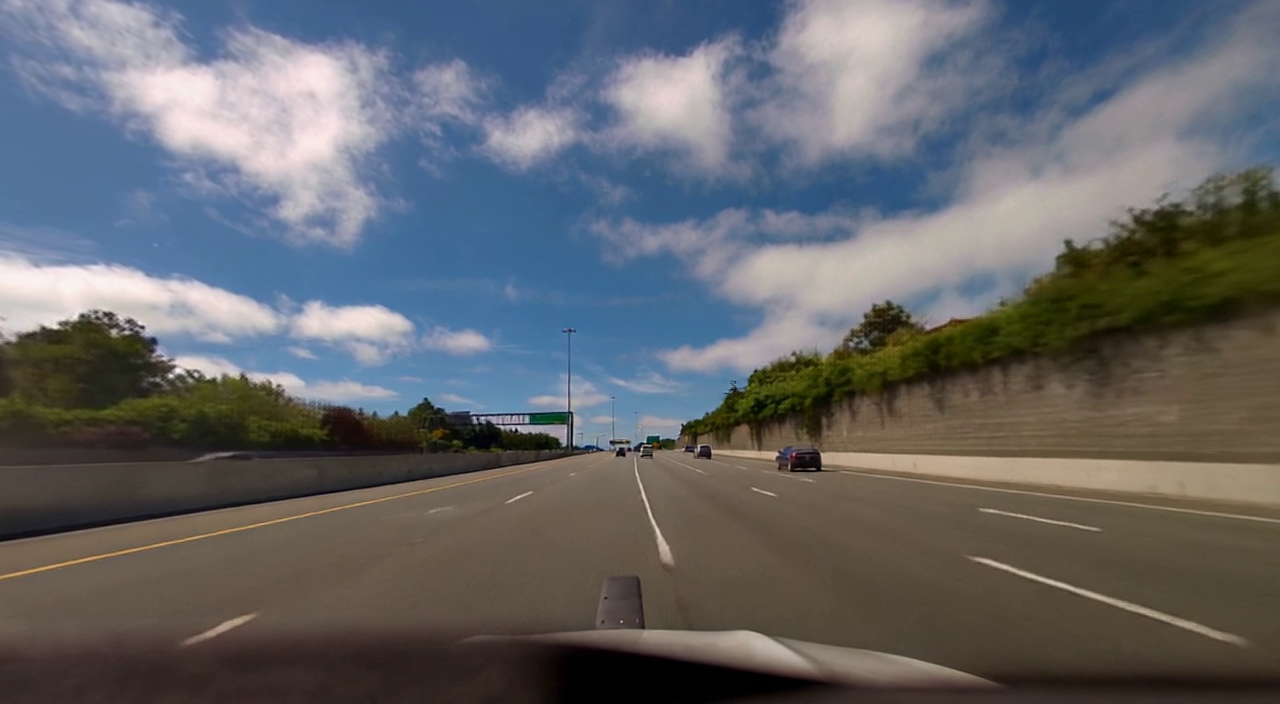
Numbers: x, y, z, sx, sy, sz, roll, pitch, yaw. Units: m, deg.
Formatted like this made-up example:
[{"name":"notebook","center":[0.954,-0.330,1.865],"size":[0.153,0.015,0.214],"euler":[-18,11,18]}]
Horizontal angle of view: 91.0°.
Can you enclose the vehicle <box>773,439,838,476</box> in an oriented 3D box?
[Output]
[{"name":"vehicle","center":[8.603,5.537,33.217],"size":[2.167,1.781,4.340],"euler":[0,-9,-1]}]
